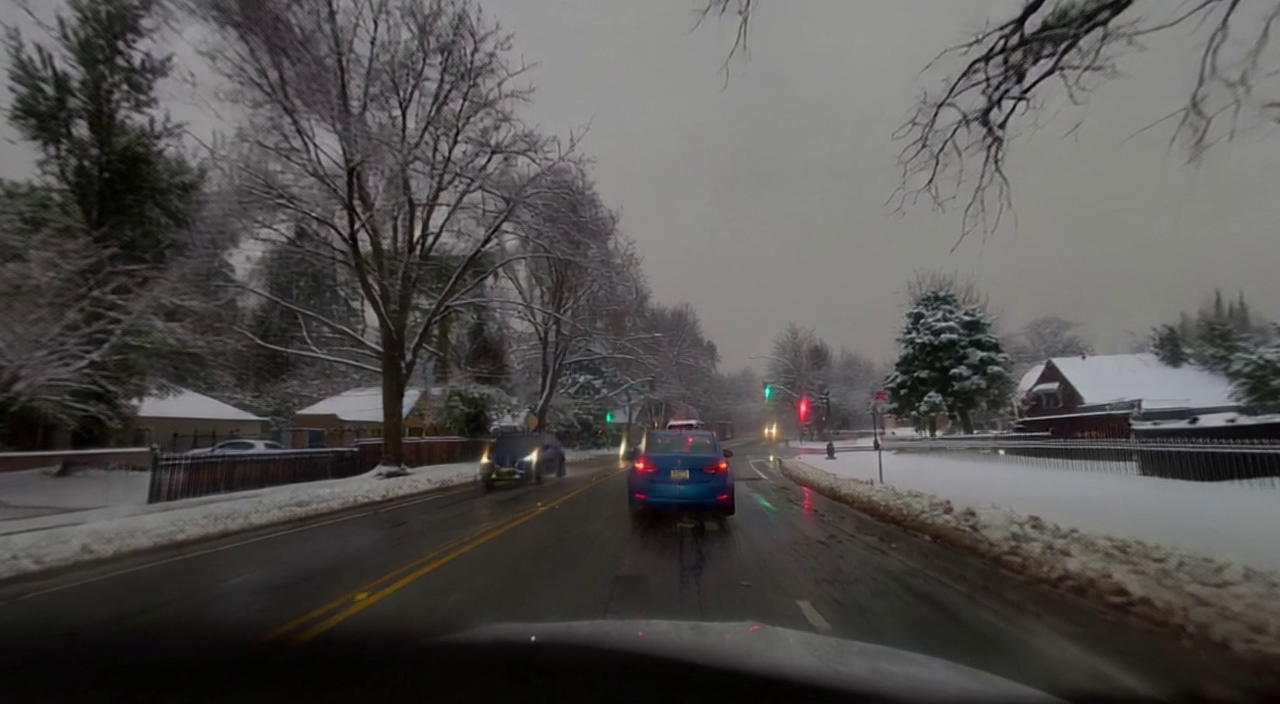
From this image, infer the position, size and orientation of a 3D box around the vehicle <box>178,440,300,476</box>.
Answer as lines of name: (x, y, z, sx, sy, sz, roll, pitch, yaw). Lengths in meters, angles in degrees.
vehicle: (-17.432, 4.627, 27.500, 4.069, 1.445, 2.063, -2, -9, 10)

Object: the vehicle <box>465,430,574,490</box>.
vehicle: (-3.676, 3.413, 20.284, 2.082, 1.682, 4.623, -1, -8, 7)

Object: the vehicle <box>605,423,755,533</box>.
vehicle: (0.622, 2.039, 10.772, 2.070, 1.516, 3.936, 0, -8, 2)
